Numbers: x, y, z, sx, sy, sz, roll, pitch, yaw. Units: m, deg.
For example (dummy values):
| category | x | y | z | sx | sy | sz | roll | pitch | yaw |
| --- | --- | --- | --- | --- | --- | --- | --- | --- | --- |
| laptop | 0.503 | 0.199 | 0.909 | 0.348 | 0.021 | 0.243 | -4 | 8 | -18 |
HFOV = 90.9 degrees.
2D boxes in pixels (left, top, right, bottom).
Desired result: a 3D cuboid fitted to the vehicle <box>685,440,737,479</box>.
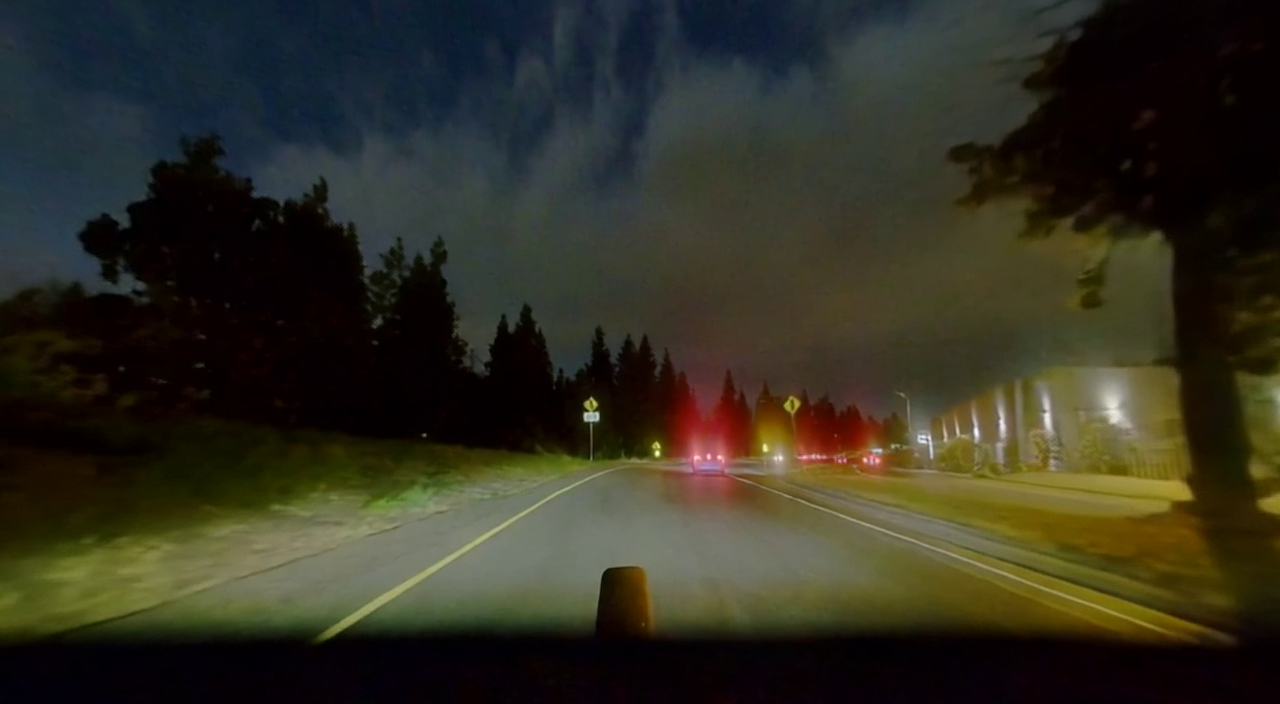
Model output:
| category | x | y | z | sx | sy | sz | roll | pitch | yaw |
| --- | --- | --- | --- | --- | --- | --- | --- | --- | --- |
| vehicle | 3.037 | 4.701 | 27.922 | 1.956 | 1.473 | 4.640 | 0 | -7 | 2 |
